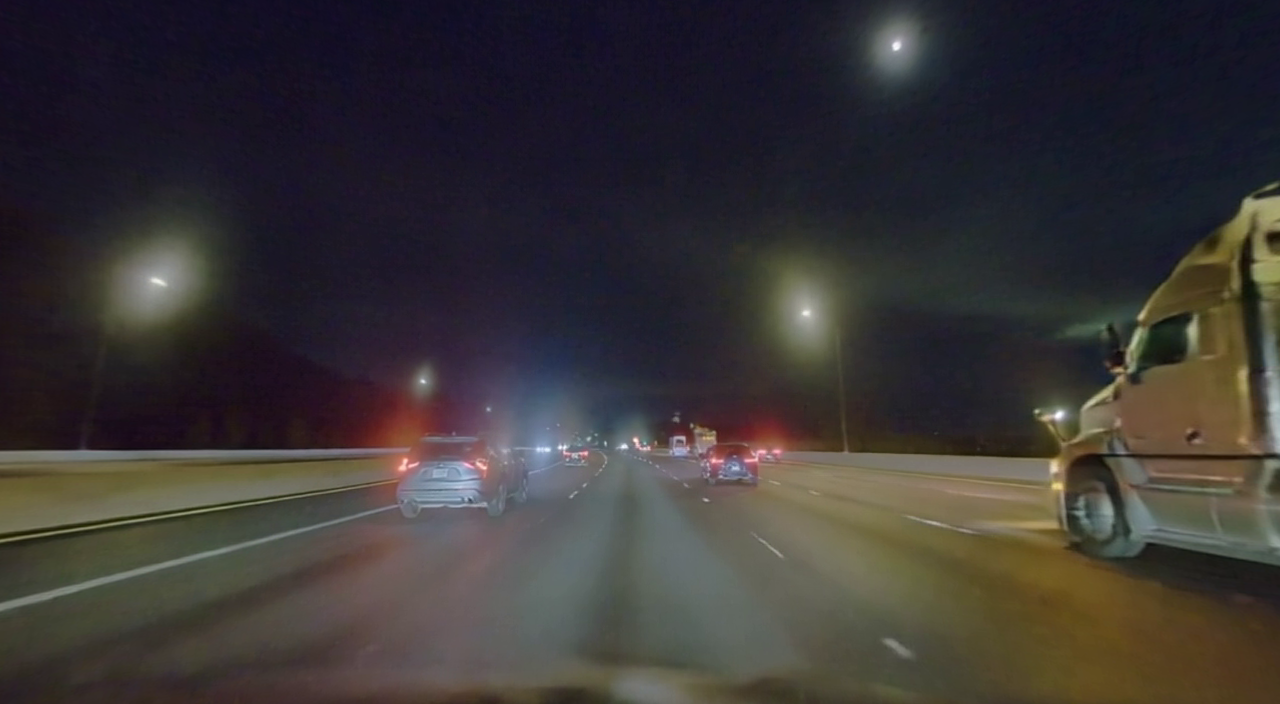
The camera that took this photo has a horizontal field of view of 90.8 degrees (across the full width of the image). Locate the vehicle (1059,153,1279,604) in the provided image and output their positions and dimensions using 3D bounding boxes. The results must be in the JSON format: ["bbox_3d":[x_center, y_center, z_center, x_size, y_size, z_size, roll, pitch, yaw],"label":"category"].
[{"bbox_3d":[7.240,-0.267,2.140,3.548,3.827,11.870,0,-9,1],"label":"vehicle"}]

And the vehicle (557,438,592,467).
[{"bbox_3d":[-4.479,6.913,43.608,2.149,1.843,4.348,1,-9,-3],"label":"vehicle"}]

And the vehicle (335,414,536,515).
[{"bbox_3d":[-4.251,2.517,14.619,2.684,1.839,5.803,0,-9,0],"label":"vehicle"}]

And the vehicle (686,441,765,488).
[{"bbox_3d":[2.956,4.023,22.872,2.053,1.510,4.400,0,-9,-3],"label":"vehicle"}]
